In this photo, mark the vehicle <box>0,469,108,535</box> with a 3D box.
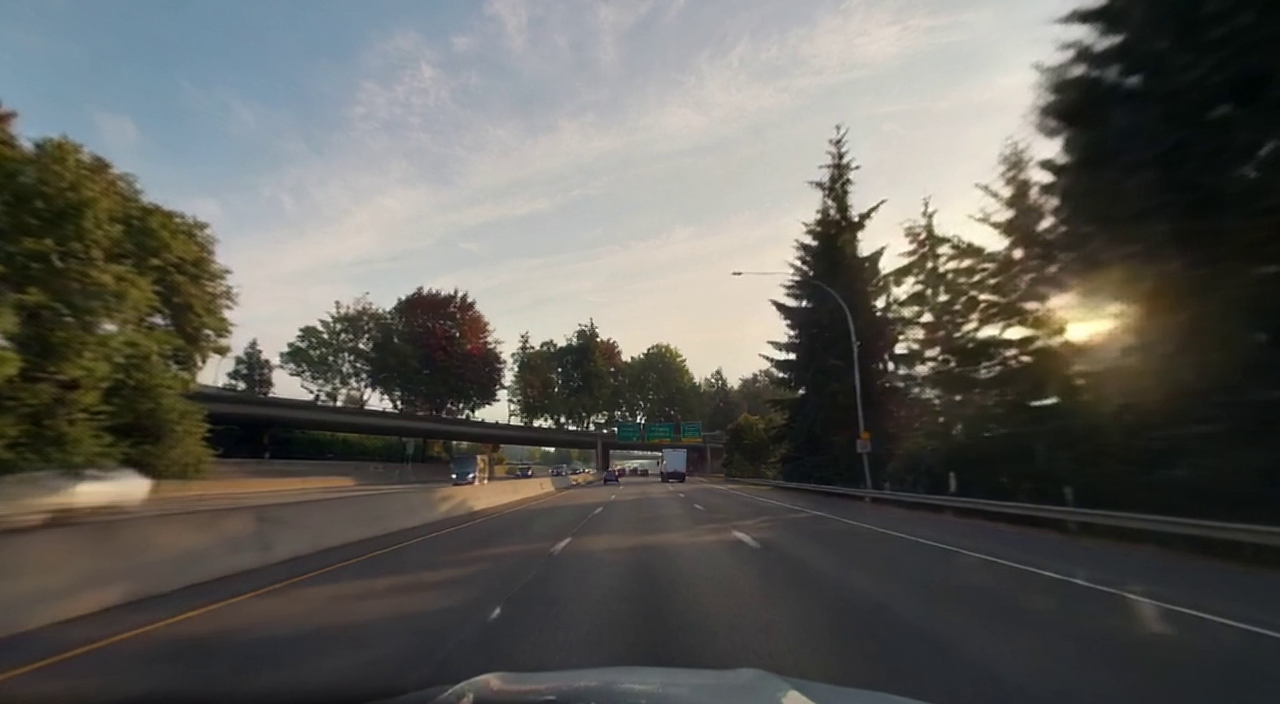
[{"bbox_3d":[-15.751,3.594,15.207,2.087,1.459,4.210,1,-10,0],"label":"vehicle"}]
